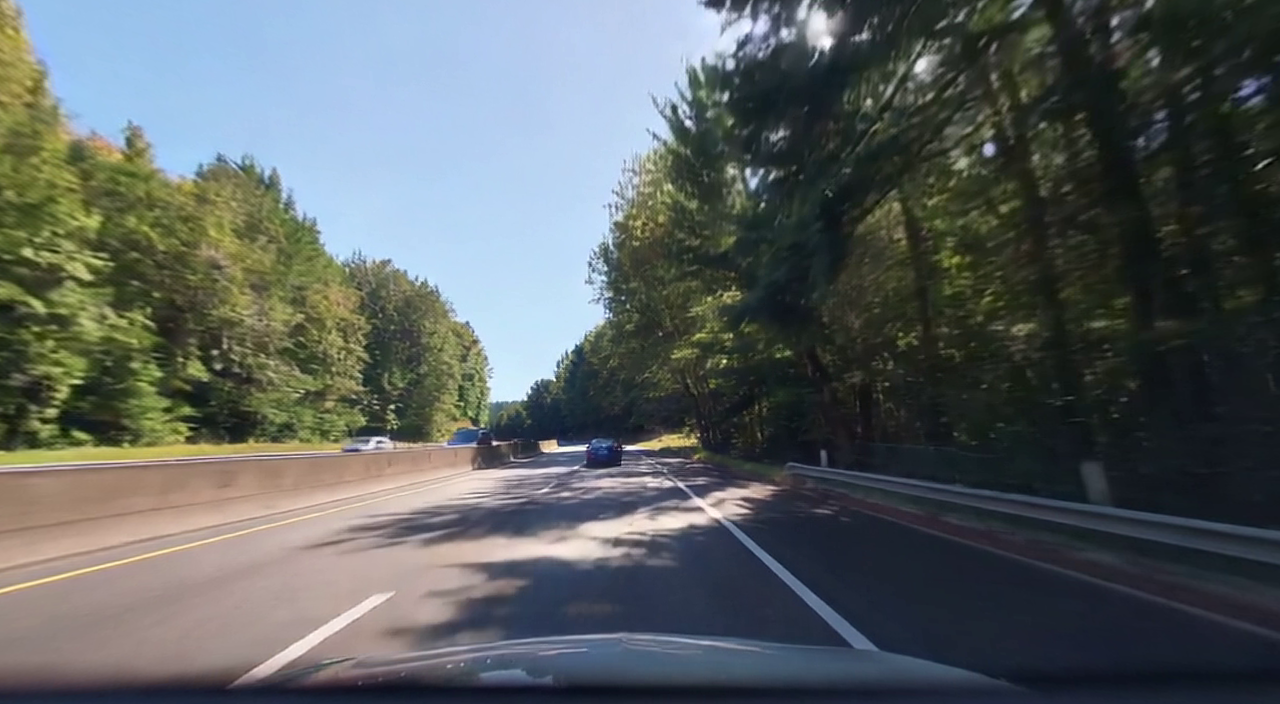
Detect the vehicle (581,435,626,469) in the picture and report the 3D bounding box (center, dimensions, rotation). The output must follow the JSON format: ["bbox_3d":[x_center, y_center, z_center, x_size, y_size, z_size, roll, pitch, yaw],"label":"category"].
[{"bbox_3d":[-1.712,4.798,30.447,2.004,1.515,3.968,0,-8,-1],"label":"vehicle"}]

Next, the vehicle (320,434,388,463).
[{"bbox_3d":[-16.160,5.472,35.814,1.891,1.513,4.450,0,-8,-2],"label":"vehicle"}]

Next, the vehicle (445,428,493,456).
[{"bbox_3d":[-12.769,6.764,47.311,2.237,1.989,5.436,0,-8,-2],"label":"vehicle"}]
